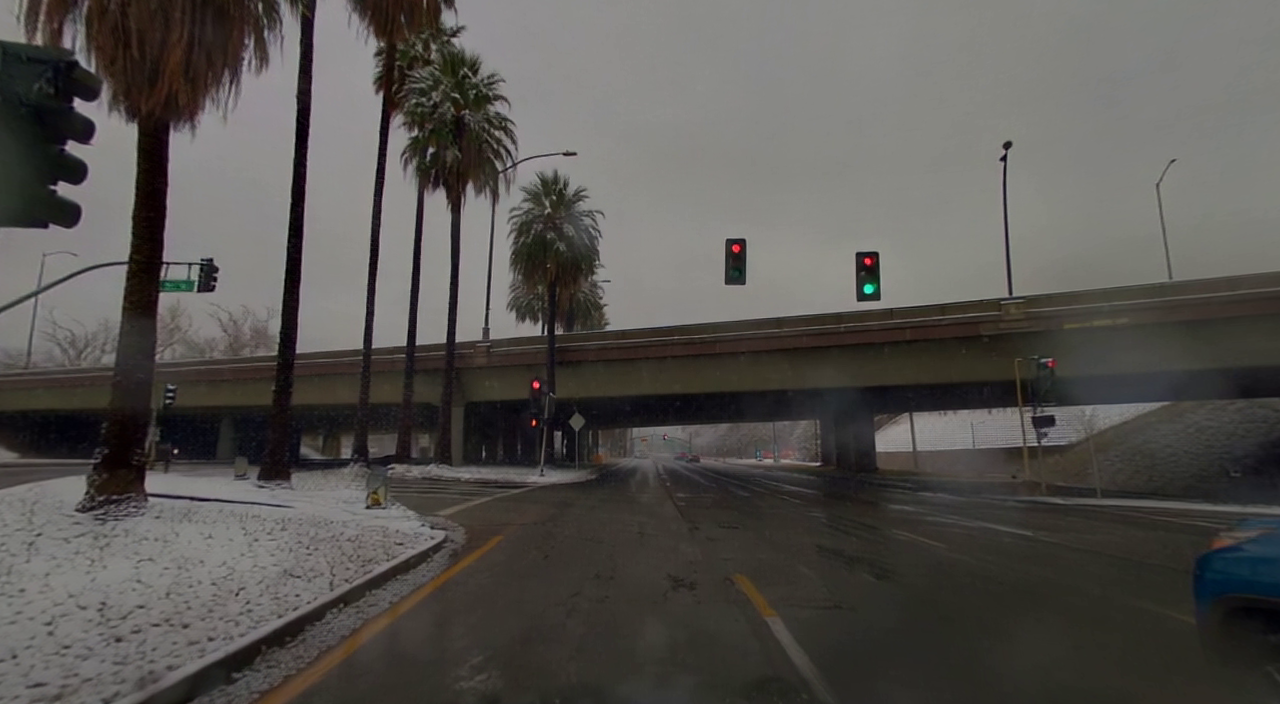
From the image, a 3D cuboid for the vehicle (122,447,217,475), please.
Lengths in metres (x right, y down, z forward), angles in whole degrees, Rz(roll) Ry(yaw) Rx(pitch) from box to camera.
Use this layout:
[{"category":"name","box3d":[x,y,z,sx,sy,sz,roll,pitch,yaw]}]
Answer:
[{"category":"vehicle","box3d":[-26.559,6.162,35.749,1.830,1.443,4.551,0,-9,2]}]

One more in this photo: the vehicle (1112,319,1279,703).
[{"category":"vehicle","box3d":[3.458,0.523,0.789,2.028,1.770,4.737,0,-9,0]}]

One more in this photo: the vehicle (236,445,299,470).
[{"category":"vehicle","box3d":[-26.267,7.420,44.555,1.941,1.631,4.017,0,-9,0]}]
